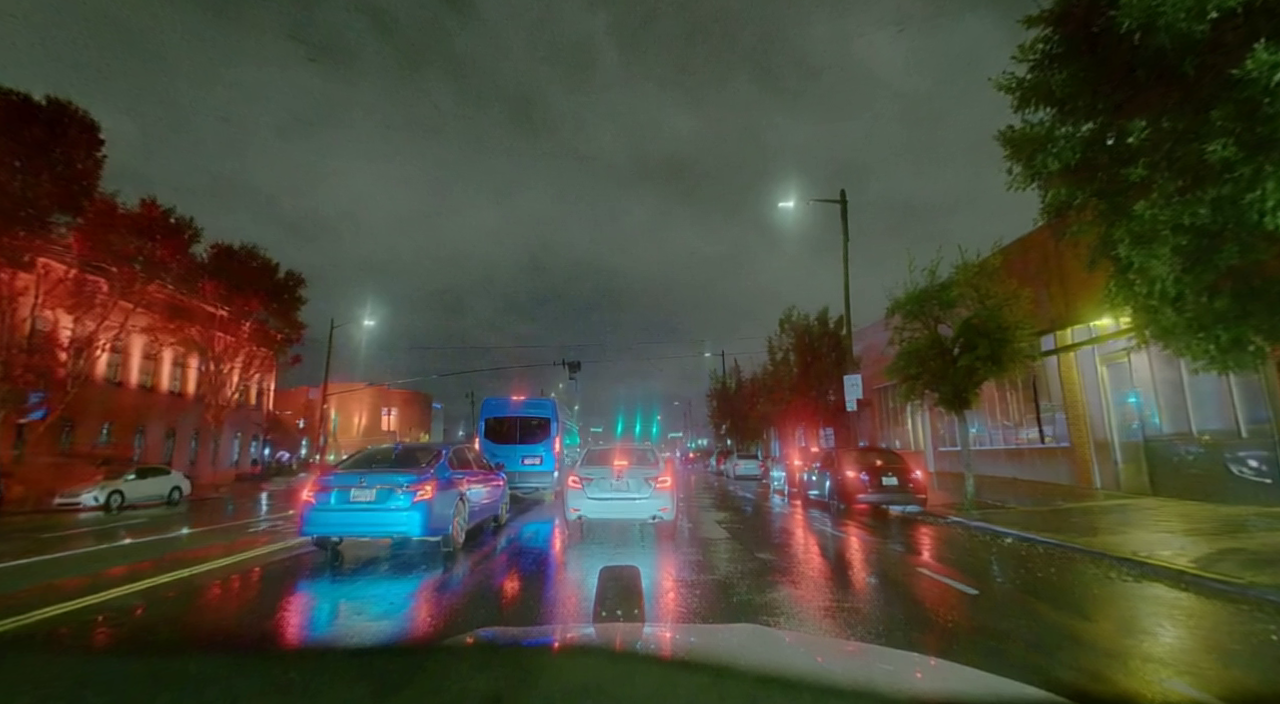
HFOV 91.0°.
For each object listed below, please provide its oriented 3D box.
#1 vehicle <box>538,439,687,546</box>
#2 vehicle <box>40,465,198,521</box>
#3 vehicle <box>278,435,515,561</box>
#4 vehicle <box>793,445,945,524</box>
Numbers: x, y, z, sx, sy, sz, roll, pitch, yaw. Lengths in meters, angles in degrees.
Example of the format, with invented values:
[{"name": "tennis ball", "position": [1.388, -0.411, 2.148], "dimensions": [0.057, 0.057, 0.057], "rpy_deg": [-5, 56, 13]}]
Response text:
[{"name": "vehicle", "position": [-0.393, 2.348, 11.231], "dimensions": [2.152, 1.518, 4.113], "rpy_deg": [0, -9, 0]}, {"name": "vehicle", "position": [-17.878, 4.800, 21.933], "dimensions": [1.802, 1.609, 4.284], "rpy_deg": [0, -9, 0]}, {"name": "vehicle", "position": [-3.517, 2.181, 10.200], "dimensions": [1.995, 1.554, 4.426], "rpy_deg": [0, -9, 1]}, {"name": "vehicle", "position": [4.902, 2.864, 14.176], "dimensions": [1.832, 1.491, 4.054], "rpy_deg": [1, -9, -1]}]
